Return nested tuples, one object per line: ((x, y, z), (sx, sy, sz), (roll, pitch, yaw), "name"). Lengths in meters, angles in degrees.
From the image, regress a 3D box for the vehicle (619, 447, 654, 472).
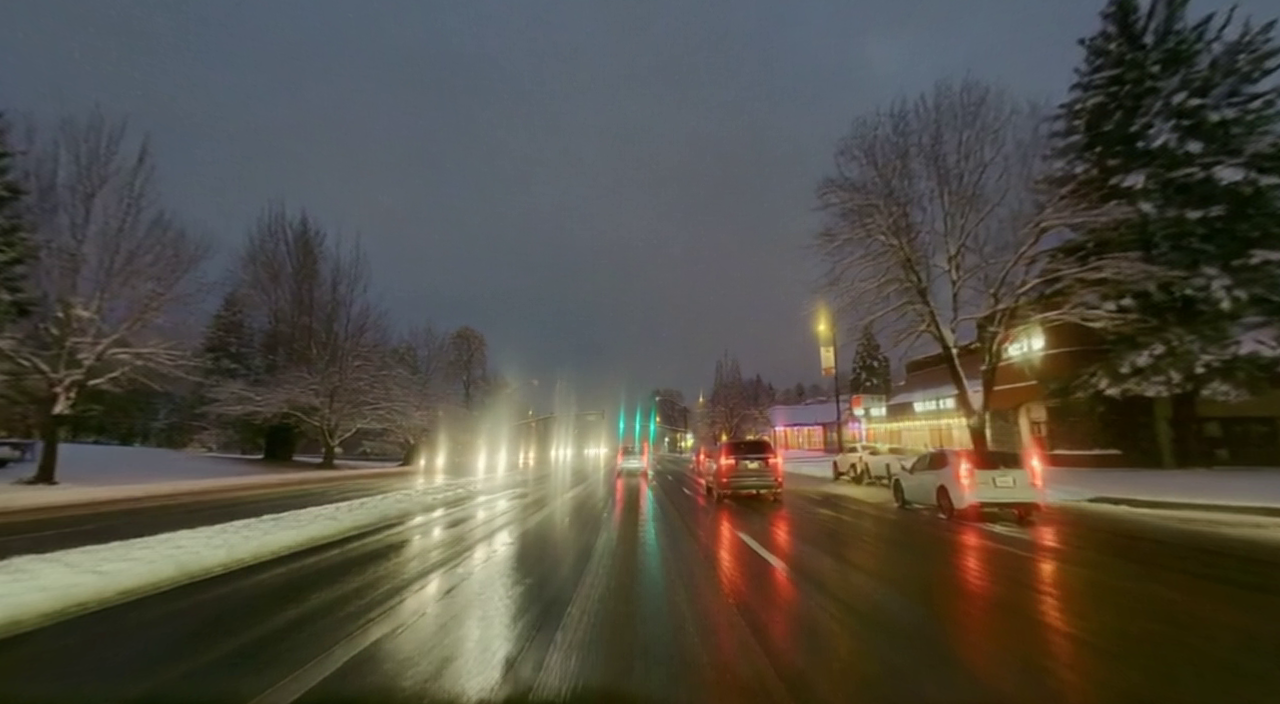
((-0.200, 6.667, 39.519), (2.052, 1.461, 4.324), (0, -9, 0), "vehicle")

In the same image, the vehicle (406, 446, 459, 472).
((-15.473, 7.964, 47.419), (2.060, 1.831, 5.414), (0, -9, 1), "vehicle")

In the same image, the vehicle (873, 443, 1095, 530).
((6.685, 2.632, 13.033), (1.952, 1.449, 4.544), (0, -9, -1), "vehicle")

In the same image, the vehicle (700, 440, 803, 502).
((3.052, 3.377, 18.420), (2.072, 1.545, 4.578), (0, -9, -1), "vehicle")

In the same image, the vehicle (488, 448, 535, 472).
((-8.377, 7.048, 41.546), (2.050, 1.499, 4.816), (0, -9, 1), "vehicle")
